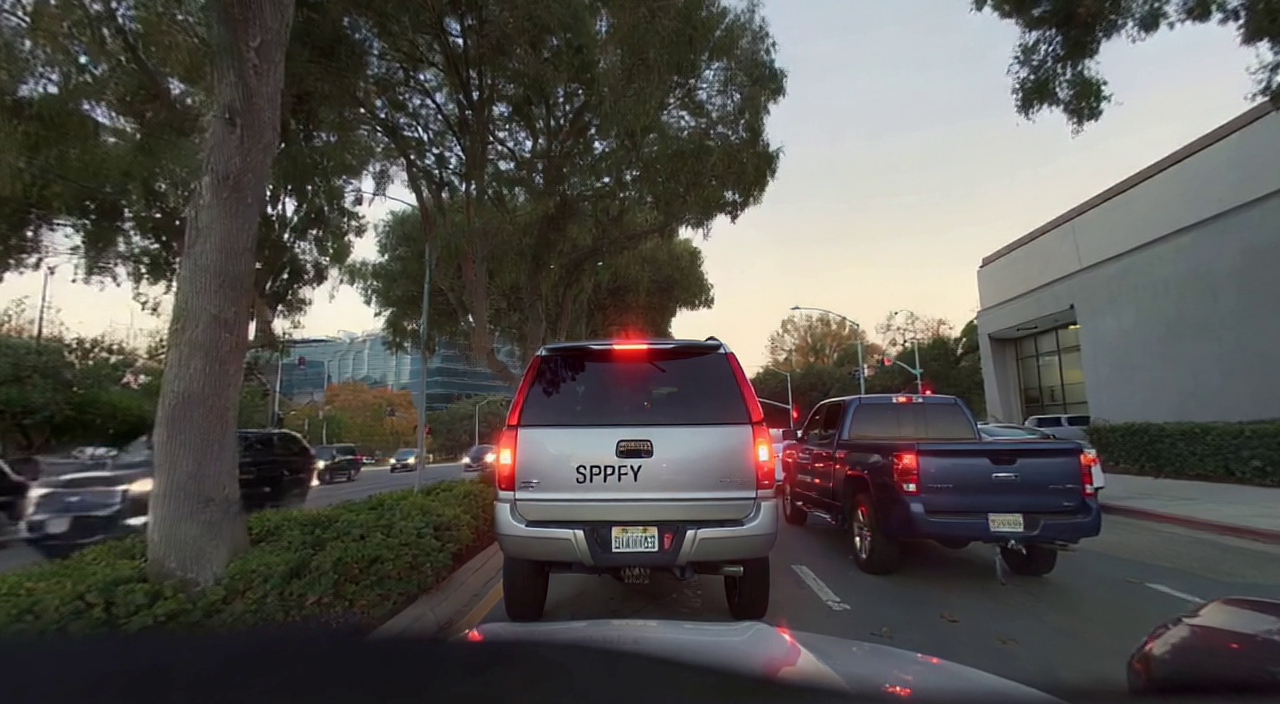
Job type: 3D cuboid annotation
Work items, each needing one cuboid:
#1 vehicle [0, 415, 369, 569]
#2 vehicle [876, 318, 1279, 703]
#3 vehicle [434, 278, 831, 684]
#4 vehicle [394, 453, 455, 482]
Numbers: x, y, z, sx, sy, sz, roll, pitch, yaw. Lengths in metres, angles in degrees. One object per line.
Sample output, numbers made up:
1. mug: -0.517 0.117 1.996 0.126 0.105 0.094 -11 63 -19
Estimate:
1. vehicle: -9.067 2.761 13.757 2.873 2.199 8.099 -4 -8 -1
2. vehicle: 3.081 0.982 3.470 2.022 1.700 4.410 0 -8 3
3. vehicle: 0.011 1.035 5.936 2.267 2.372 4.366 0 -8 2
4. vehicle: -15.241 8.151 44.937 2.214 1.815 5.613 0 -8 2
